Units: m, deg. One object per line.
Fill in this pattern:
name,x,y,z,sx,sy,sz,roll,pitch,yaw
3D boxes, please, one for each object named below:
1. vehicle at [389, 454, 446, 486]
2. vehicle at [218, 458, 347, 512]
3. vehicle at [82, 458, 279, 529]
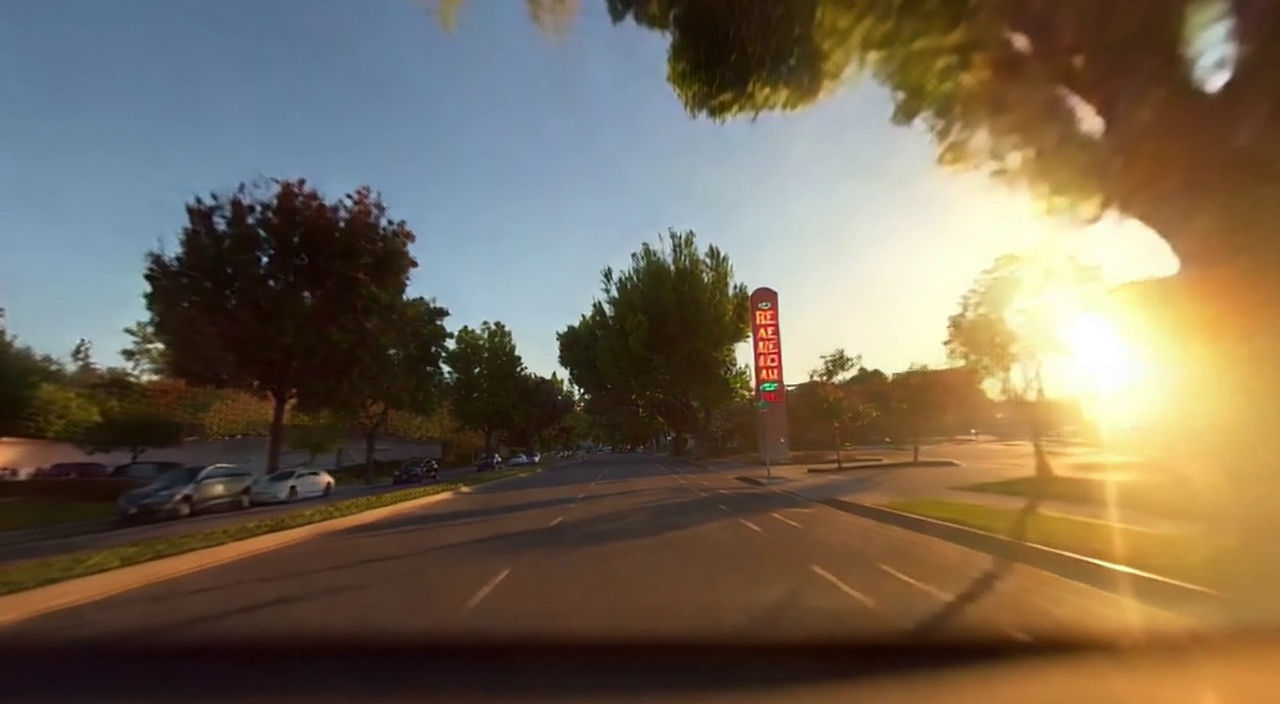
vehicle,-12.821,6.799,36.672,1.953,1.558,3.839,-6,-8,-2
vehicle,-12.528,4.656,22.531,2.040,1.424,4.594,-5,-8,-1
vehicle,-12.444,3.811,17.643,1.897,1.564,4.875,0,-9,-1
